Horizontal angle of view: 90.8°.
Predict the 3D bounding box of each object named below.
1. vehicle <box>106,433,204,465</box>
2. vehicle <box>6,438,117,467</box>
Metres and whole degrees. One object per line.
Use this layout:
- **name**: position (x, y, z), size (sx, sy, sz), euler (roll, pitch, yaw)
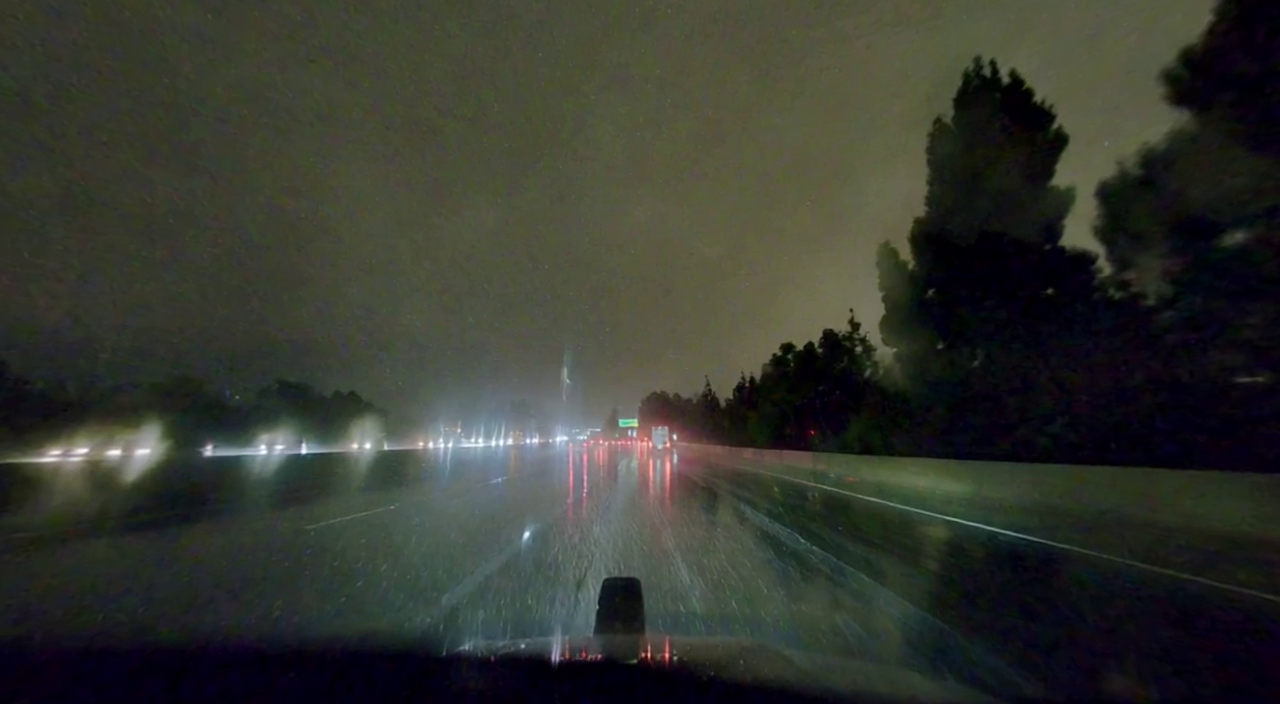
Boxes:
- **vehicle**: position (-27.732, 5.559, 36.311), size (2.011, 1.727, 4.577), euler (0, -8, 0)
- **vehicle**: position (-31.613, 5.491, 34.699), size (1.815, 1.456, 4.508), euler (0, -8, 0)
